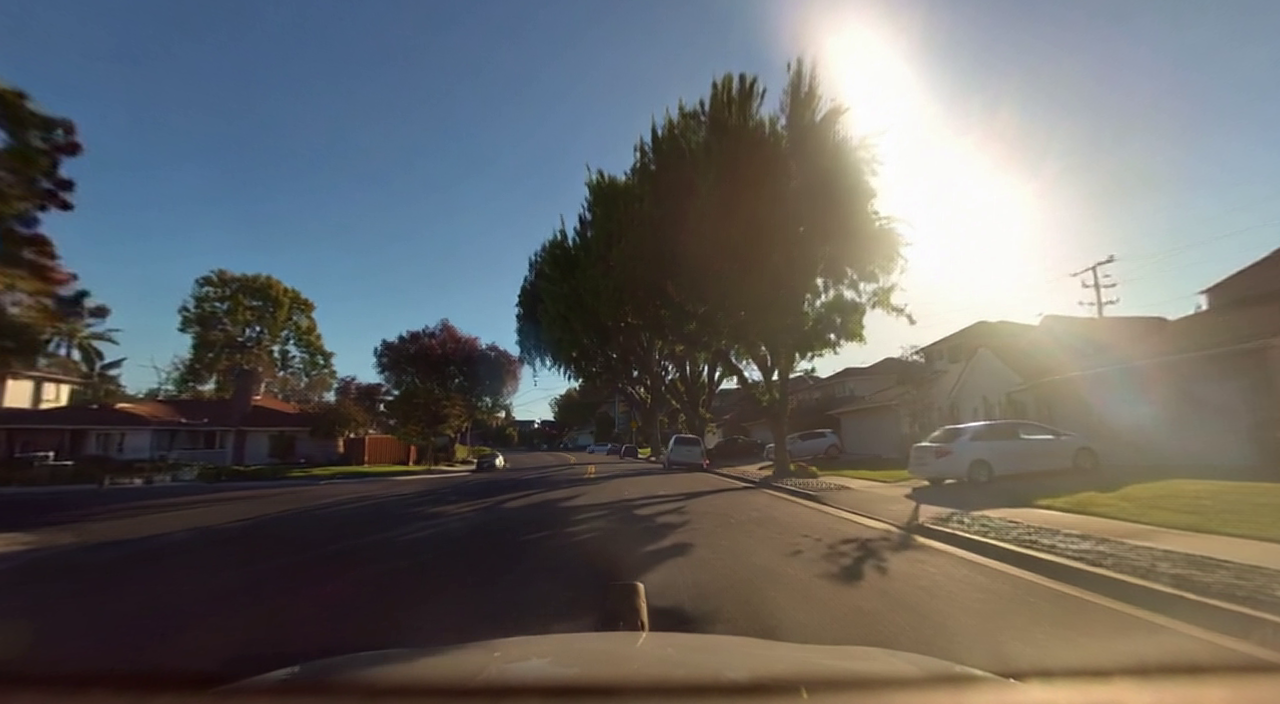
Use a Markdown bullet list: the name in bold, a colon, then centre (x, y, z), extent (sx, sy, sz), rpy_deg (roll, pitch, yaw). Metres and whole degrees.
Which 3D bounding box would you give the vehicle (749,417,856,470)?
- **vehicle**: centre (8.409, 4.774, 33.030), extent (4.801, 2.139, 2.164), rpy_deg (-6, -7, -3)

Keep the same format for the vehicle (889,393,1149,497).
- **vehicle**: centre (9.405, 2.306, 16.014), extent (5.072, 1.909, 2.237), rpy_deg (-5, -7, -5)

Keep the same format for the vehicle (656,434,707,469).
- **vehicle**: centre (2.465, 6.034, 38.552), extent (2.214, 1.962, 4.733), rpy_deg (1, -8, -7)
